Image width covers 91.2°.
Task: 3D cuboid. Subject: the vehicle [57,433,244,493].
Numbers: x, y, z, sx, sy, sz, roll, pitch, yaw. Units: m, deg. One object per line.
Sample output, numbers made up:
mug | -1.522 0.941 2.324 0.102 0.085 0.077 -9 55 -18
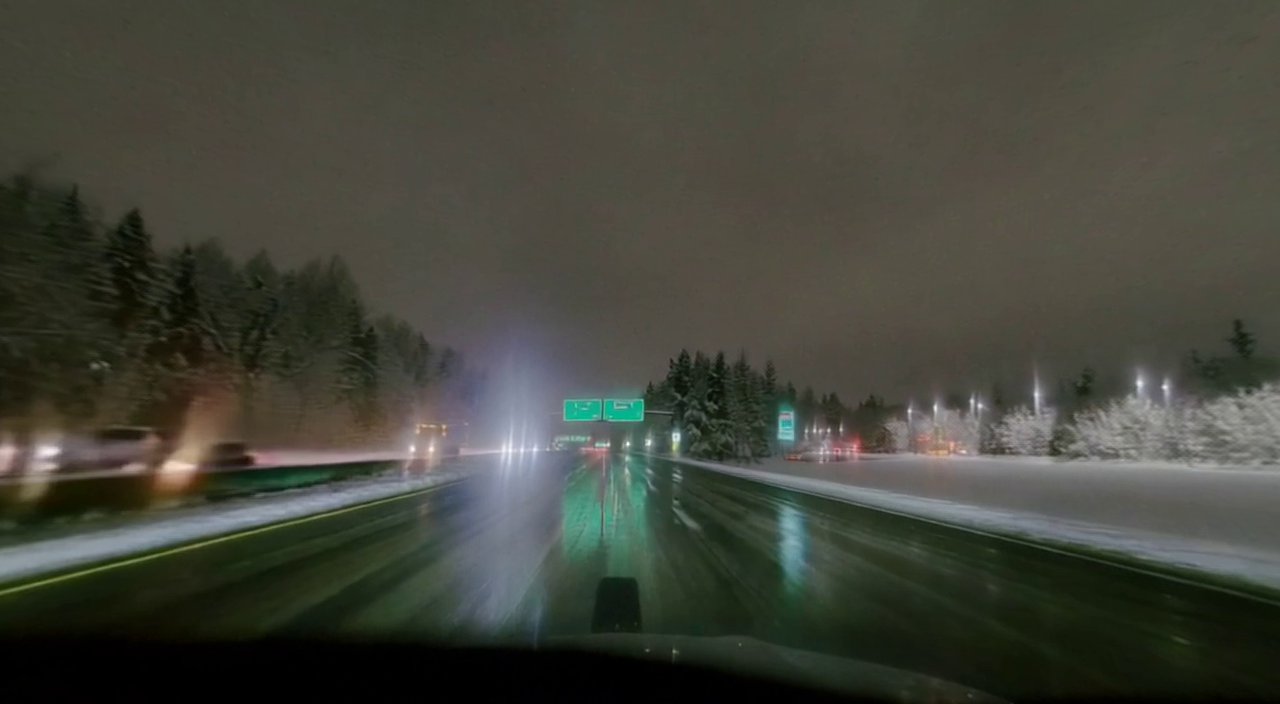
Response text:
vehicle | -13.323 3.049 17.487 1.781 1.453 4.314 0 -9 -1

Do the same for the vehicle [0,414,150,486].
vehicle | -17.762 2.937 18.821 2.040 1.860 5.052 0 -9 -1
